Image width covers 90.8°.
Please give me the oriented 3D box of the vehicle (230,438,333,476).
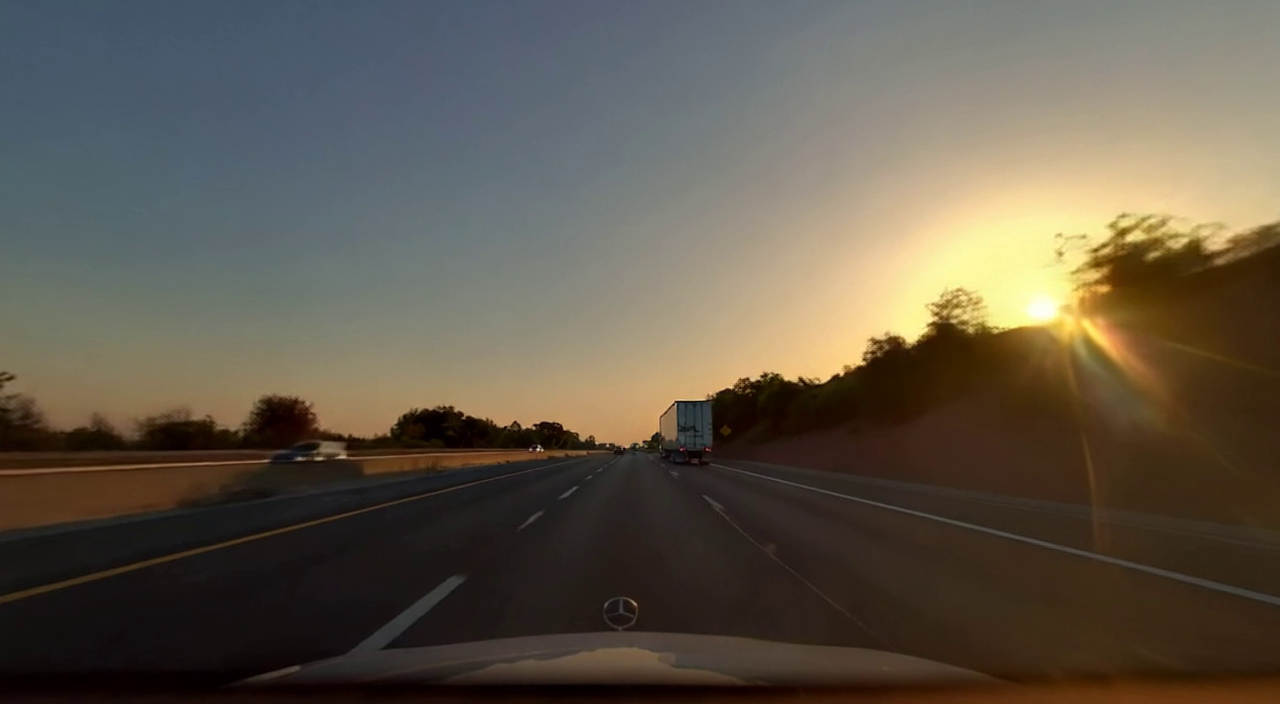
[{"bbox_3d":[-15.756,4.631,28.090,1.962,1.572,4.565,0,-9,-1],"label":"vehicle"}]
